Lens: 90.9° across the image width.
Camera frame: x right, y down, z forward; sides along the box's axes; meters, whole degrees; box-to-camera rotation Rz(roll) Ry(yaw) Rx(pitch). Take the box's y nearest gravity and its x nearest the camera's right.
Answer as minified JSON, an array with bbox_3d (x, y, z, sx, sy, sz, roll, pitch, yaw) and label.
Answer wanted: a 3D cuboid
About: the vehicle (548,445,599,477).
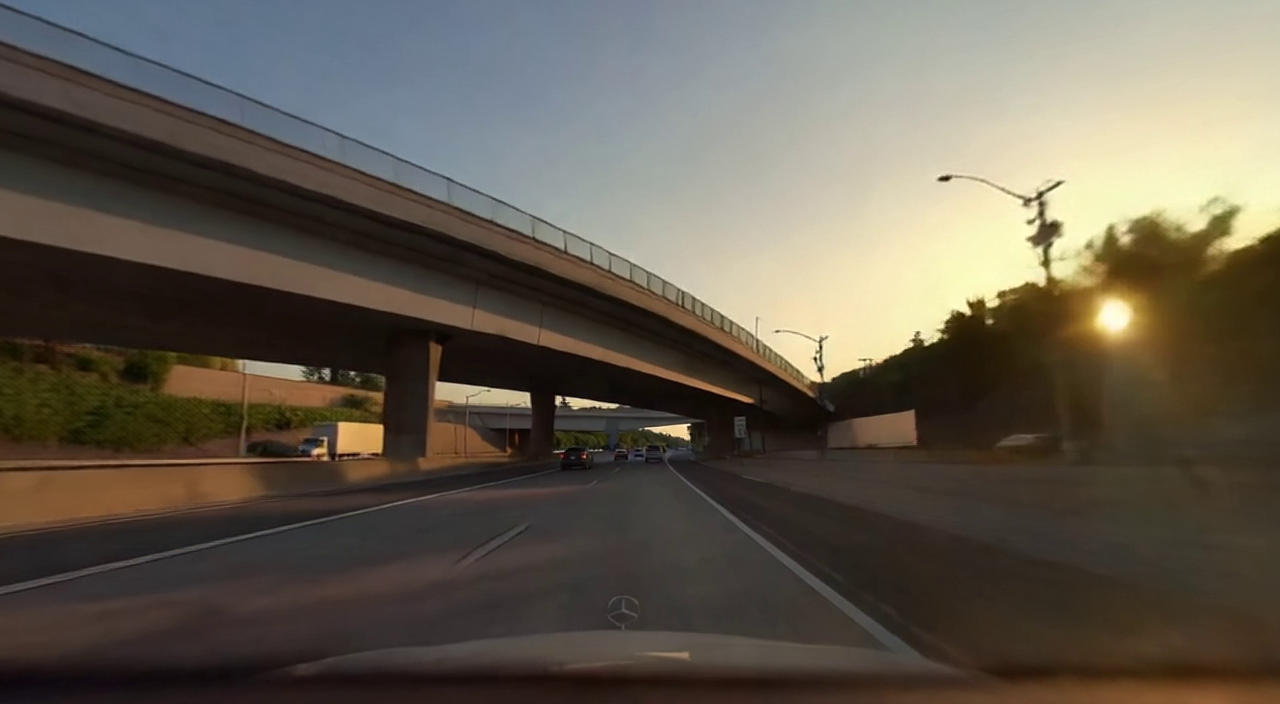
[{"bbox_3d":[-3.630,6.079,35.409,2.263,1.696,4.321,0,-9,2],"label":"vehicle"}]
